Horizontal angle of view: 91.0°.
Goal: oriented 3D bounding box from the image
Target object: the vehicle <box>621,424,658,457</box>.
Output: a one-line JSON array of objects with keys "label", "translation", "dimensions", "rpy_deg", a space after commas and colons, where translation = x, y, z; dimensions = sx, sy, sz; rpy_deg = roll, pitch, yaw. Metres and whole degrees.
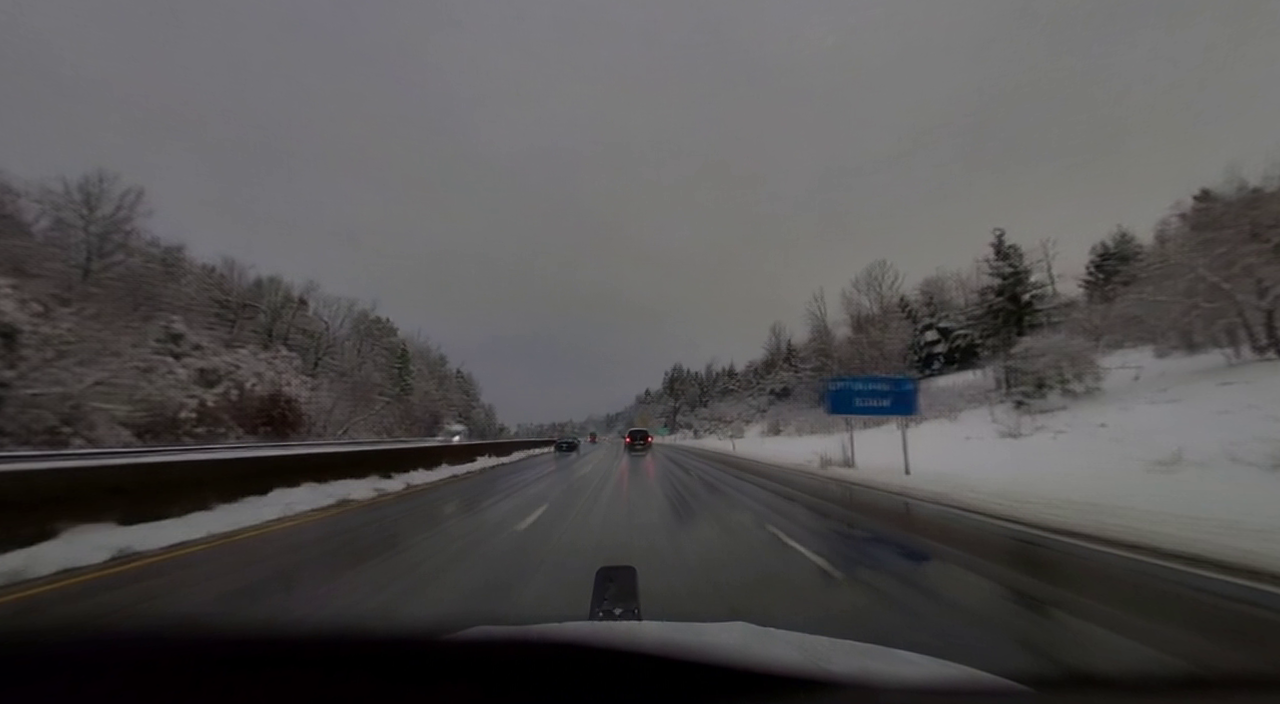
[{"label": "vehicle", "translation": [-0.113, 5.659, 40.445], "dimensions": [2.223, 1.957, 4.416], "rpy_deg": [0, -8, -2]}]

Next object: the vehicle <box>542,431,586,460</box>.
[{"label": "vehicle", "translation": [-4.302, 5.338, 36.095], "dimensions": [2.062, 1.567, 4.117], "rpy_deg": [0, -8, -1]}]
